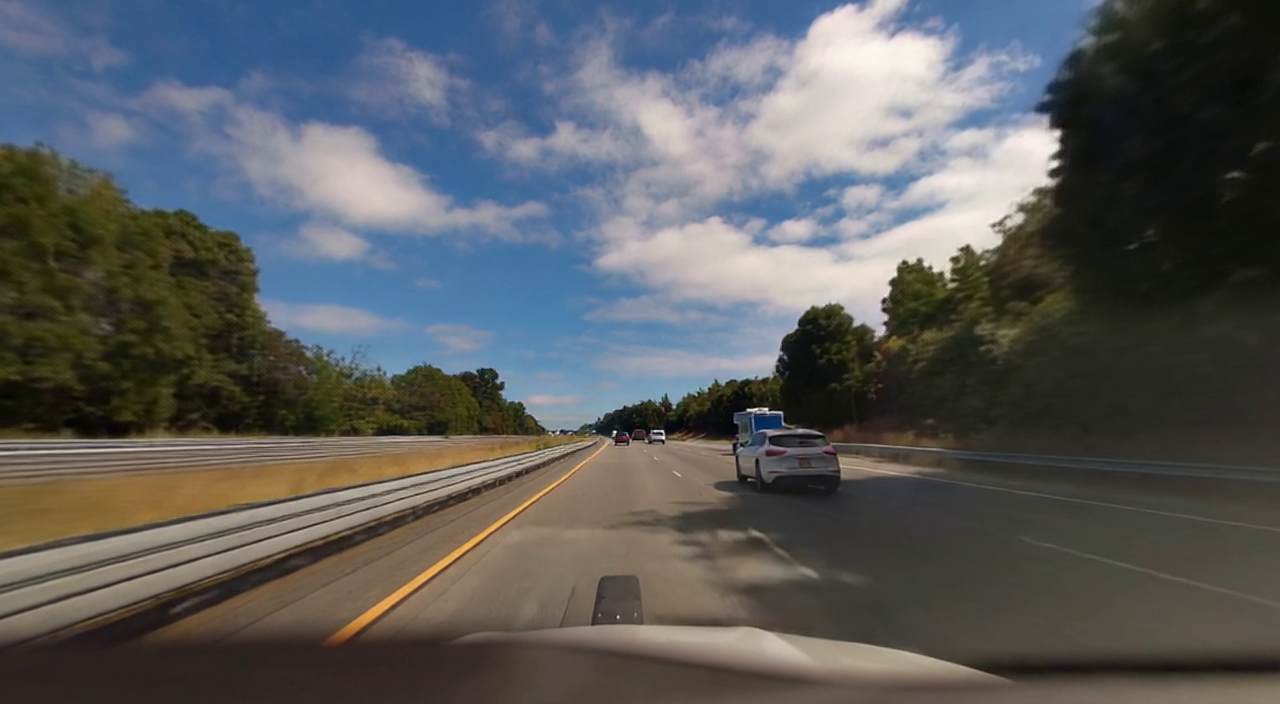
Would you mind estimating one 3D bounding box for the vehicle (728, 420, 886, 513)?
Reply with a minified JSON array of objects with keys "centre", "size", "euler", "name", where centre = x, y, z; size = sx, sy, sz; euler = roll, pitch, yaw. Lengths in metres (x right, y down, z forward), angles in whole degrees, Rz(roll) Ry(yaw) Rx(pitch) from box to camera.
[{"centre":[3.122,2.218,12.707],"size":[2.002,1.569,3.845],"euler":[0,-8,-2],"name":"vehicle"}]
